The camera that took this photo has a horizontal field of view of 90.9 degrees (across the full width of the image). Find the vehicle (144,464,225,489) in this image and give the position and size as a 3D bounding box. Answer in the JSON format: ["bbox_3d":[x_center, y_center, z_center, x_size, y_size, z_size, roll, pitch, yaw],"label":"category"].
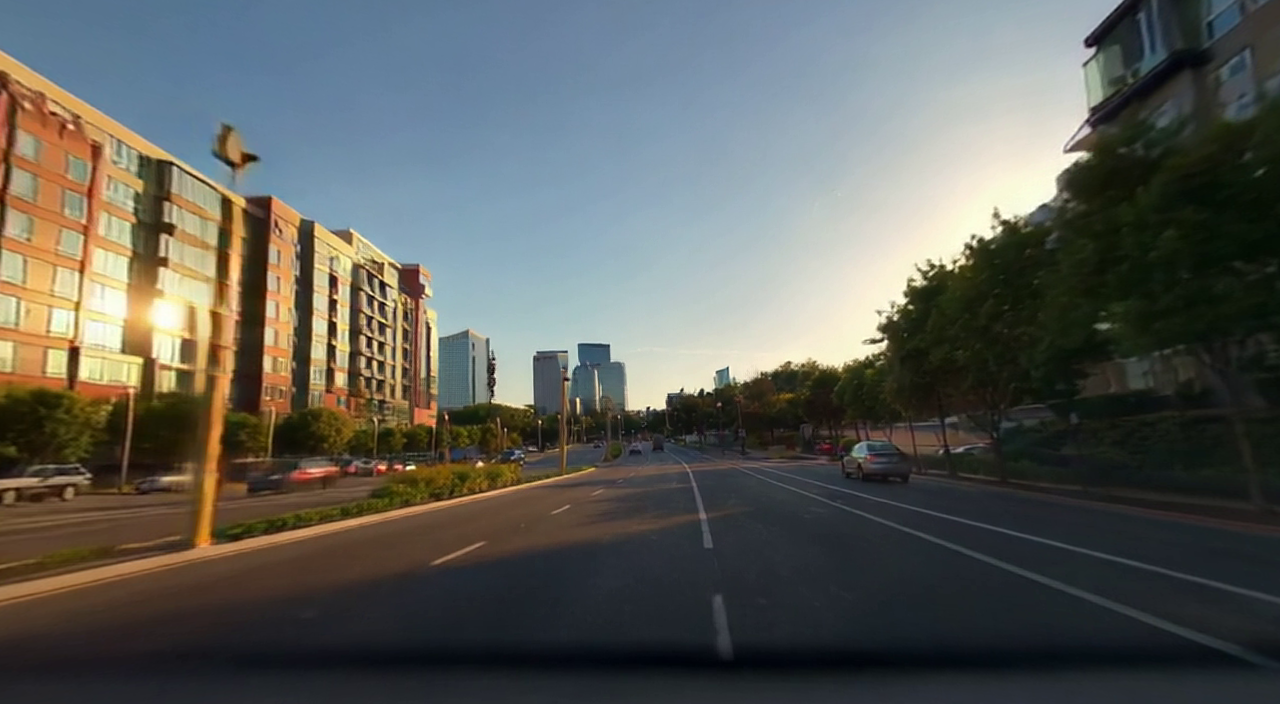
[{"bbox_3d":[-34.030,9.305,47.128,4.463,1.688,2.078,-1,-9,3],"label":"vehicle"}]

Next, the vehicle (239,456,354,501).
[{"bbox_3d":[-14.123,5.182,26.225,2.006,1.633,4.292,-1,-9,6],"label":"vehicle"}]

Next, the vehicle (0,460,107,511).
[{"bbox_3d":[-28.475,6.068,28.864,2.403,2.020,6.284,-1,-9,3],"label":"vehicle"}]
